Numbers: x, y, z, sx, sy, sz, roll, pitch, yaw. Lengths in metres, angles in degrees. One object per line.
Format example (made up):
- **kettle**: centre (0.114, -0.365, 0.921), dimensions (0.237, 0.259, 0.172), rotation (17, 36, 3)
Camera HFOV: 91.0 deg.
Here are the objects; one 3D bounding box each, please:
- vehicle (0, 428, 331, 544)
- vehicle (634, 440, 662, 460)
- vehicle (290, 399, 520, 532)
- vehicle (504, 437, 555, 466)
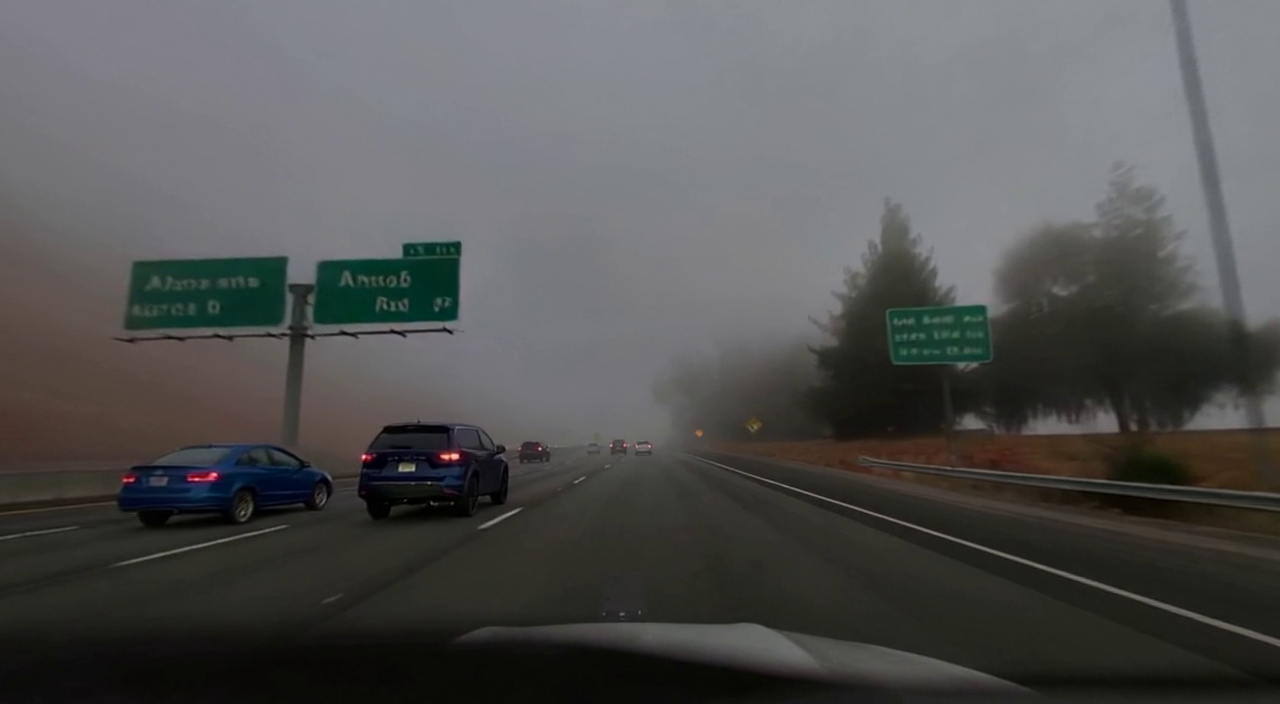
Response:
- **vehicle**: centre (-7.604, 2.133, 10.789), dimensions (1.984, 1.508, 4.935), rotation (0, -9, 2)
- **vehicle**: centre (0.628, 7.756, 49.894), dimensions (2.125, 1.539, 4.356), rotation (0, -9, 1)
- **vehicle**: centre (-3.960, 2.050, 11.840), dimensions (2.219, 1.947, 4.924), rotation (0, -9, 2)
- **vehicle**: centre (-6.632, 6.031, 38.338), dimensions (2.069, 1.636, 4.483), rotation (0, -9, 2)
